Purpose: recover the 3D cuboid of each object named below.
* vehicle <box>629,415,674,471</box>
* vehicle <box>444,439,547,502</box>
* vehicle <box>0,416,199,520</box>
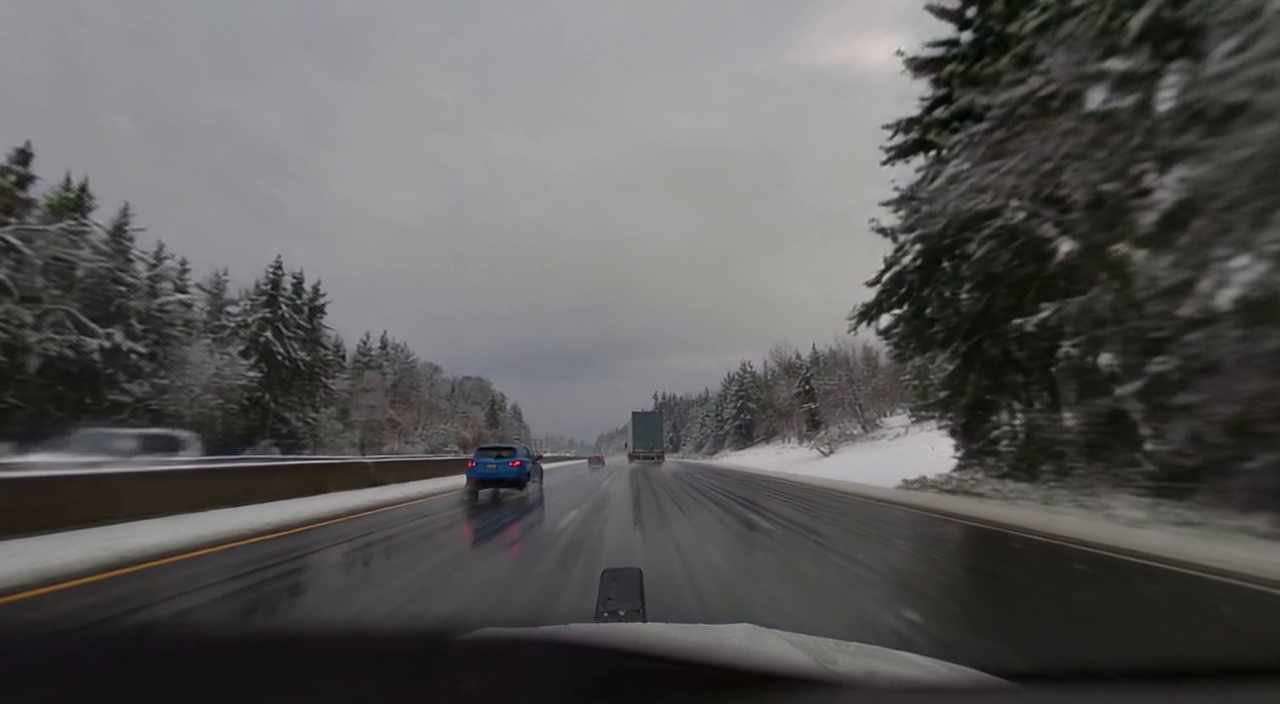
[{"bbox_3d":[0.712,6.606,45.427,2.893,3.628,9.081,0,-9,0],"label":"vehicle"},{"bbox_3d":[-4.030,3.372,18.287,1.977,1.602,3.944,0,-9,1],"label":"vehicle"},{"bbox_3d":[-12.645,2.486,13.891,2.094,1.864,5.154,0,-9,0],"label":"vehicle"}]
